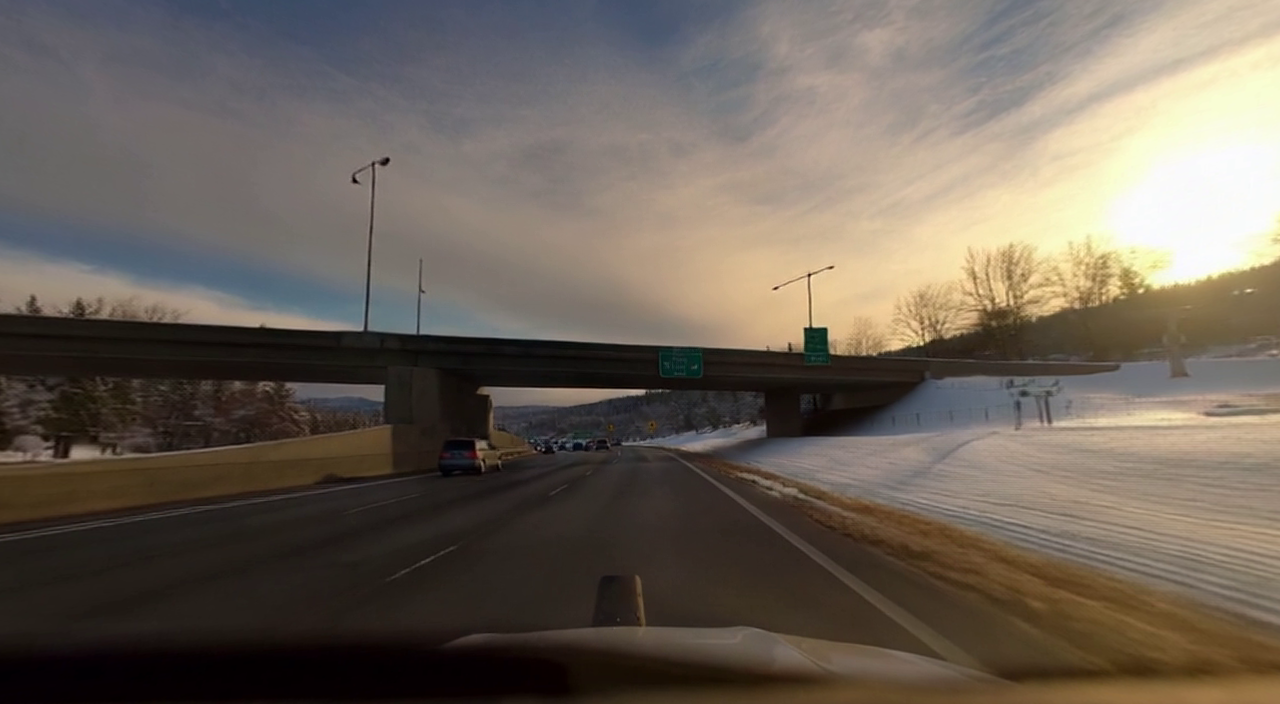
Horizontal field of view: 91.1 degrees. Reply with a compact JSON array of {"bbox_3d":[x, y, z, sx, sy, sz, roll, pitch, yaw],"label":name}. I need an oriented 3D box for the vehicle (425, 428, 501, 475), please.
[{"bbox_3d":[-7.721,4.372,27.906,1.956,1.888,4.512,-1,-8,1],"label":"vehicle"}]
